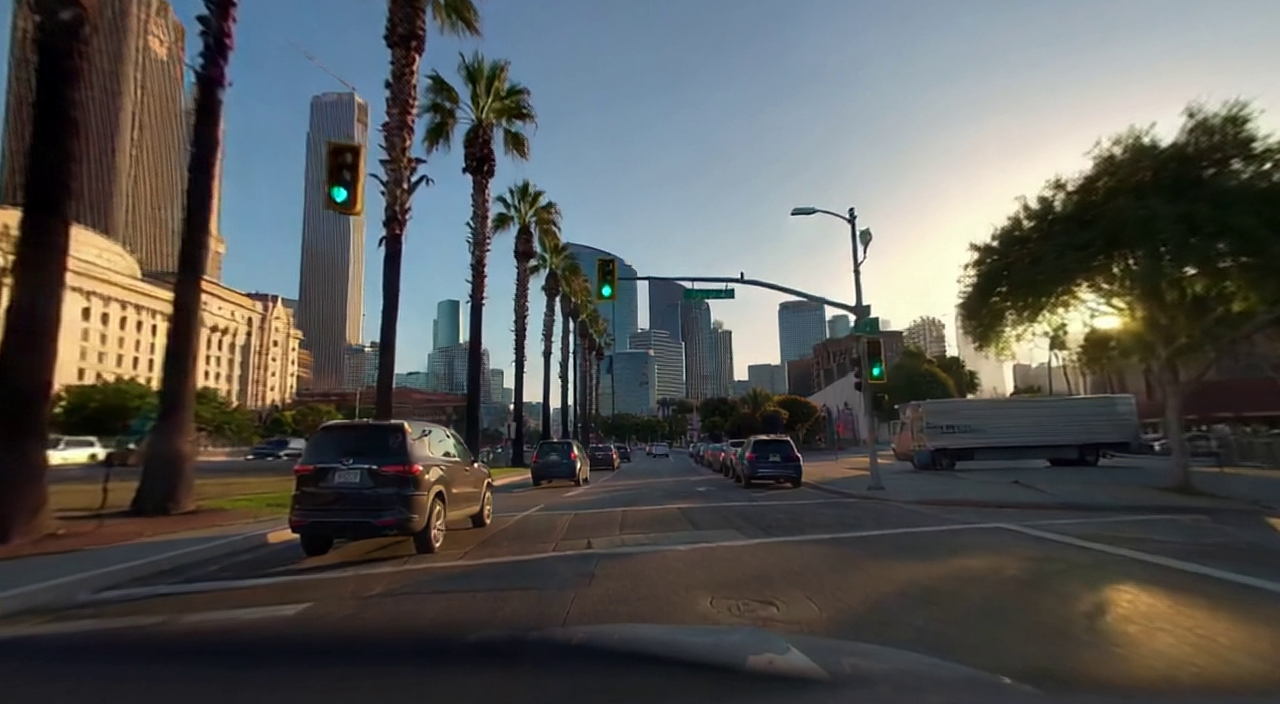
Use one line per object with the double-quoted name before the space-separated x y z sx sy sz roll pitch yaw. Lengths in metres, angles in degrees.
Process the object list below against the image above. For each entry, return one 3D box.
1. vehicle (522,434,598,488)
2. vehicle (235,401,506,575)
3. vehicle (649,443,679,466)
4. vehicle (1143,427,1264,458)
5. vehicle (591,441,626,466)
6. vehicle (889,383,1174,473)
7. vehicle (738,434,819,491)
"vehicle" -2.787 3.931 22.972 2.014 1.740 4.392 0 -9 3
"vehicle" -3.281 1.749 8.766 1.800 1.797 4.224 0 -9 1
"vehicle" 1.683 7.142 43.898 2.036 1.461 3.890 0 -9 2
"vehicle" 32.479 5.282 36.441 1.994 1.685 4.655 3 -10 -21
"vehicle" -2.087 6.867 42.655 1.955 1.637 4.243 0 -9 3
"vehicle" 17.341 3.703 28.768 10.428 3.452 2.869 -8 -12 39
"vehicle" 4.706 3.837 22.164 1.965 1.735 4.835 0 -9 3
